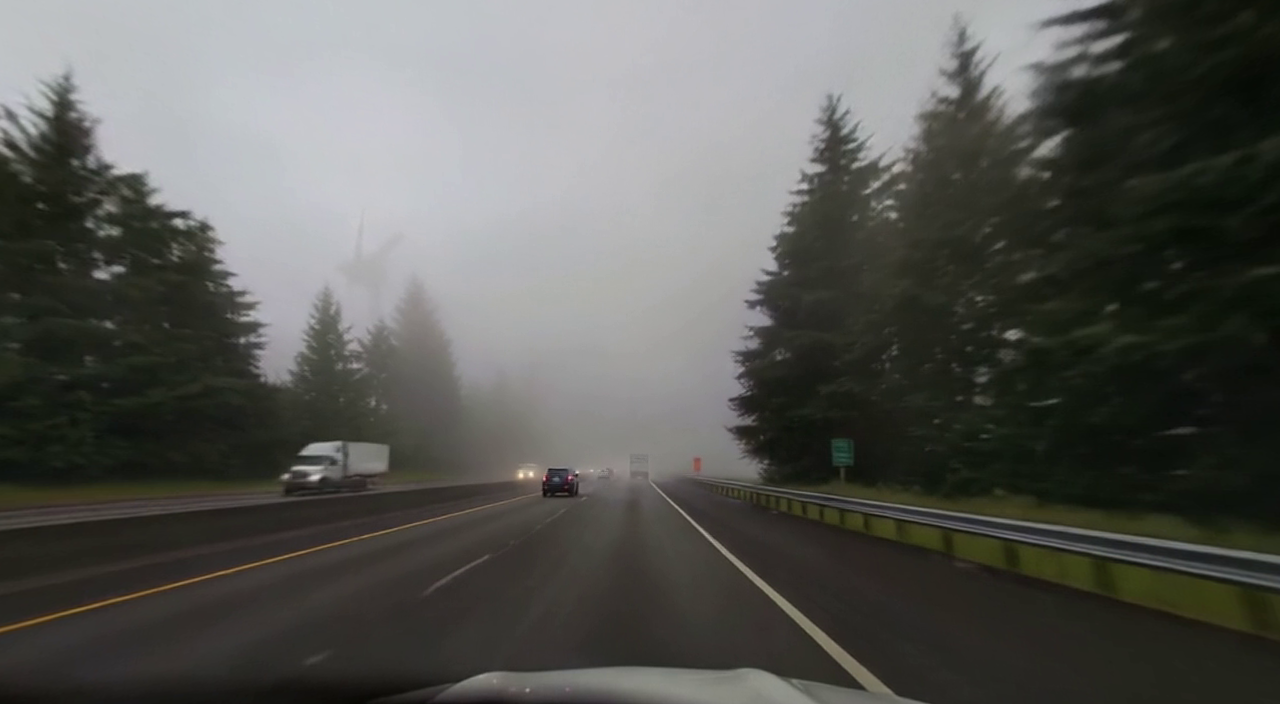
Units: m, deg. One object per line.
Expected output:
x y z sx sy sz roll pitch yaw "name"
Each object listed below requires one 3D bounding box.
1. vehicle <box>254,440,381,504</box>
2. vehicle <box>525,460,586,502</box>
-16.517 6.263 33.048 2.618 2.898 7.409 1 -11 0 "vehicle"
-3.829 5.959 29.283 2.124 1.705 4.440 1 -11 1 "vehicle"
